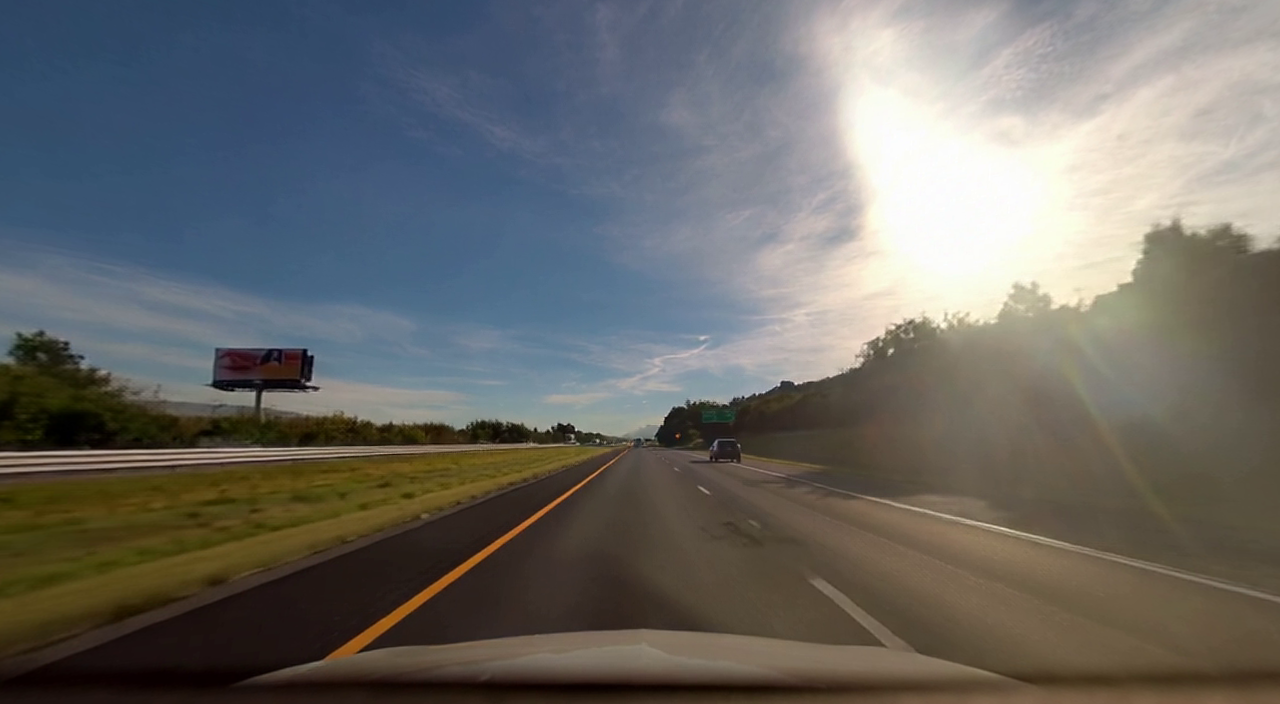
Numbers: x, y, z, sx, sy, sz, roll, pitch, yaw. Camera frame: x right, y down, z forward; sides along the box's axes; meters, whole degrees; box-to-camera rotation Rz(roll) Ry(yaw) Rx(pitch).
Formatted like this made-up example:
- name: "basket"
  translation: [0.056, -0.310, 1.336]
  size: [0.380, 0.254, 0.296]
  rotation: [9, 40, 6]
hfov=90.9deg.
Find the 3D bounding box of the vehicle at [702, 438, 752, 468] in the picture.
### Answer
- name: "vehicle"
  translation: [4.616, 5.423, 34.124]
  size: [2.012, 1.476, 4.256]
  rotation: [0, -8, -1]
